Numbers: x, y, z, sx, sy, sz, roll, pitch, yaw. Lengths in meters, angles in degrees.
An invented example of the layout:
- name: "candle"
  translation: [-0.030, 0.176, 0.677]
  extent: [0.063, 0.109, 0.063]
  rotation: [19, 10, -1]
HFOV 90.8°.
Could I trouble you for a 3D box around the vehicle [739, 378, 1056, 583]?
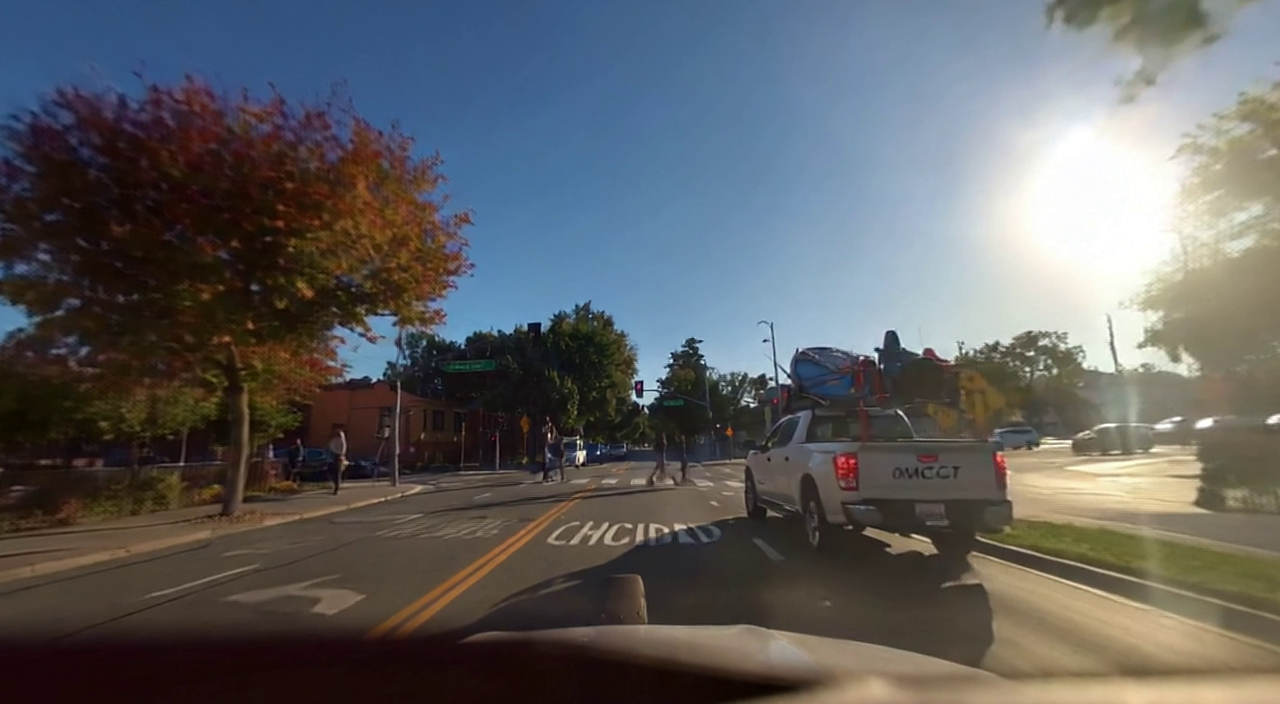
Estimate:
- name: "vehicle"
  translation: [2.982, 1.673, 9.053]
  extent: [2.177, 2.015, 5.463]
  rotation: [0, -9, 0]
